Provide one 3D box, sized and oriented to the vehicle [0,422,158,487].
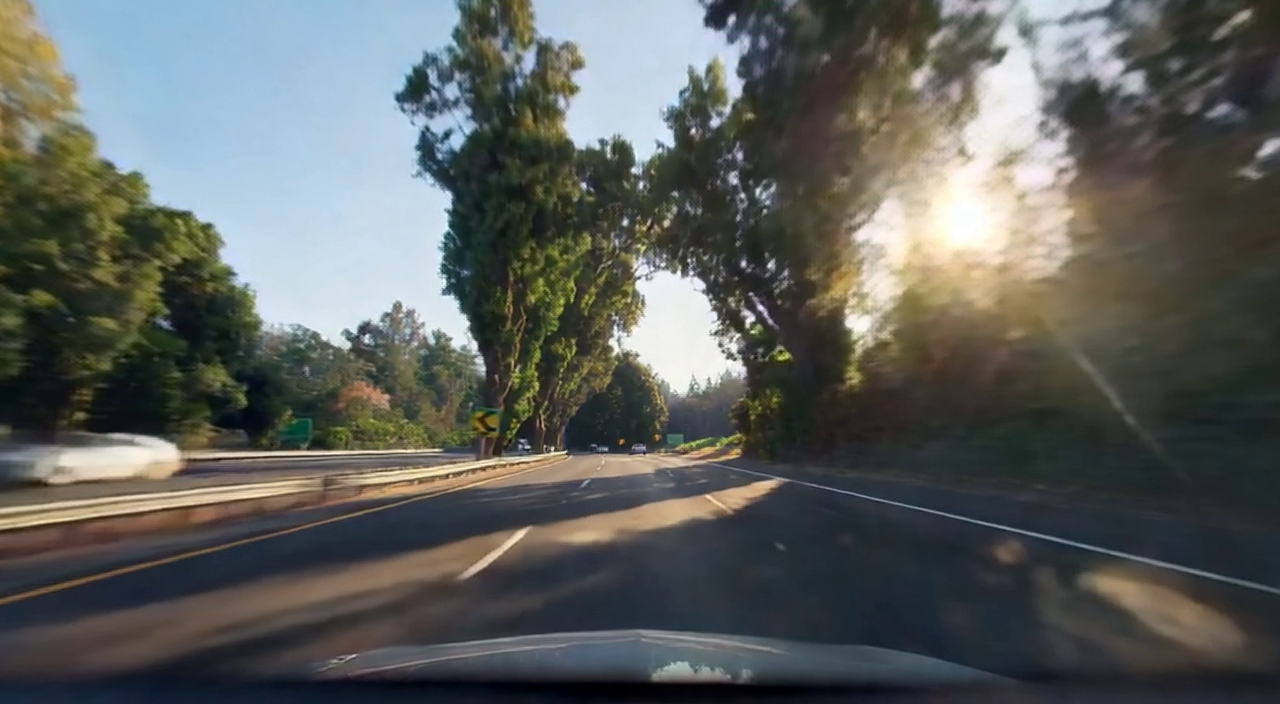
[{"bbox_3d":[-16.824,2.956,18.352,2.152,1.642,4.393,0,-9,-2],"label":"vehicle"}]
